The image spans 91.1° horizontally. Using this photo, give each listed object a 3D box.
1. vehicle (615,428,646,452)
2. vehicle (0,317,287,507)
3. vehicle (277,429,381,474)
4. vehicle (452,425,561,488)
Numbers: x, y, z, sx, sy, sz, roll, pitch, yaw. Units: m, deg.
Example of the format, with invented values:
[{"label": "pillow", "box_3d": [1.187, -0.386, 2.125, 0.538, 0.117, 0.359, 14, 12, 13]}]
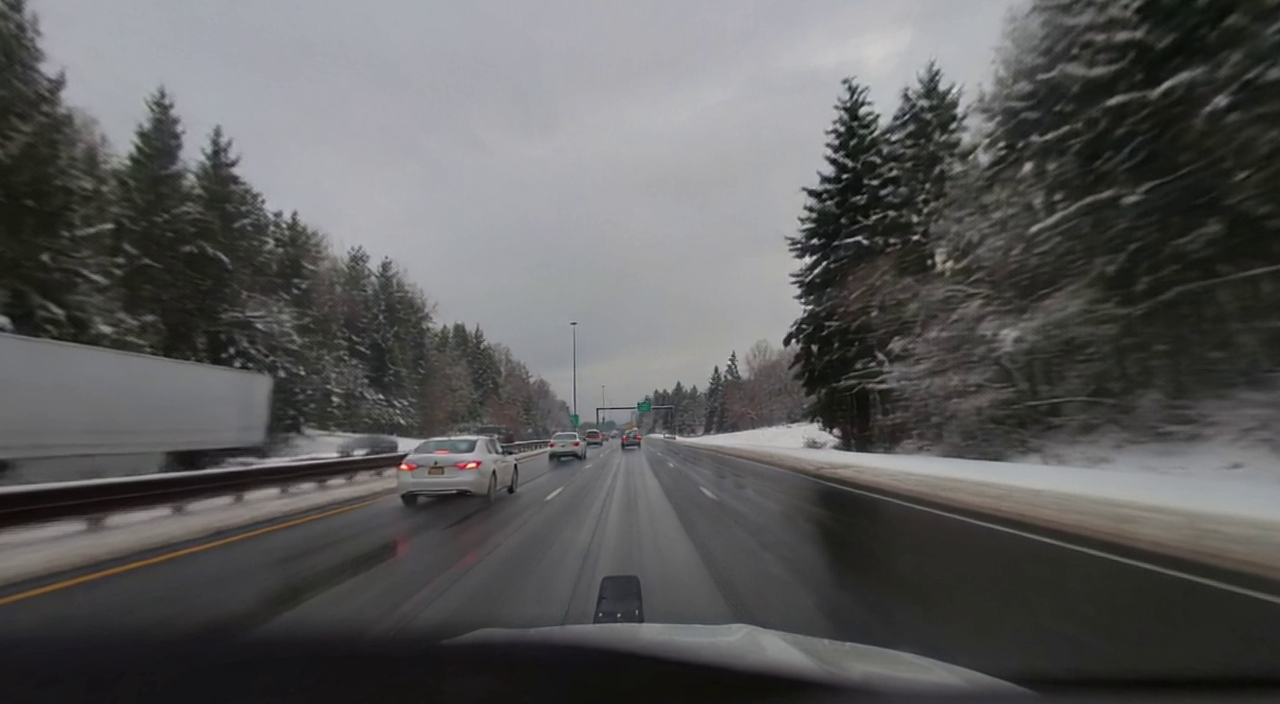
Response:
[{"label": "vehicle", "box_3d": [-0.626, 6.140, 43.826, 2.054, 1.609, 3.859, 0, -8, -1]}, {"label": "vehicle", "box_3d": [-15.489, 1.839, 17.639, 2.969, 4.098, 14.350, 0, -8, -1]}, {"label": "vehicle", "box_3d": [-12.143, 3.894, 24.905, 1.937, 1.605, 4.321, 0, -8, 0]}, {"label": "vehicle", "box_3d": [-3.453, 2.792, 17.249, 1.989, 1.497, 4.645, 0, -8, 0]}]
